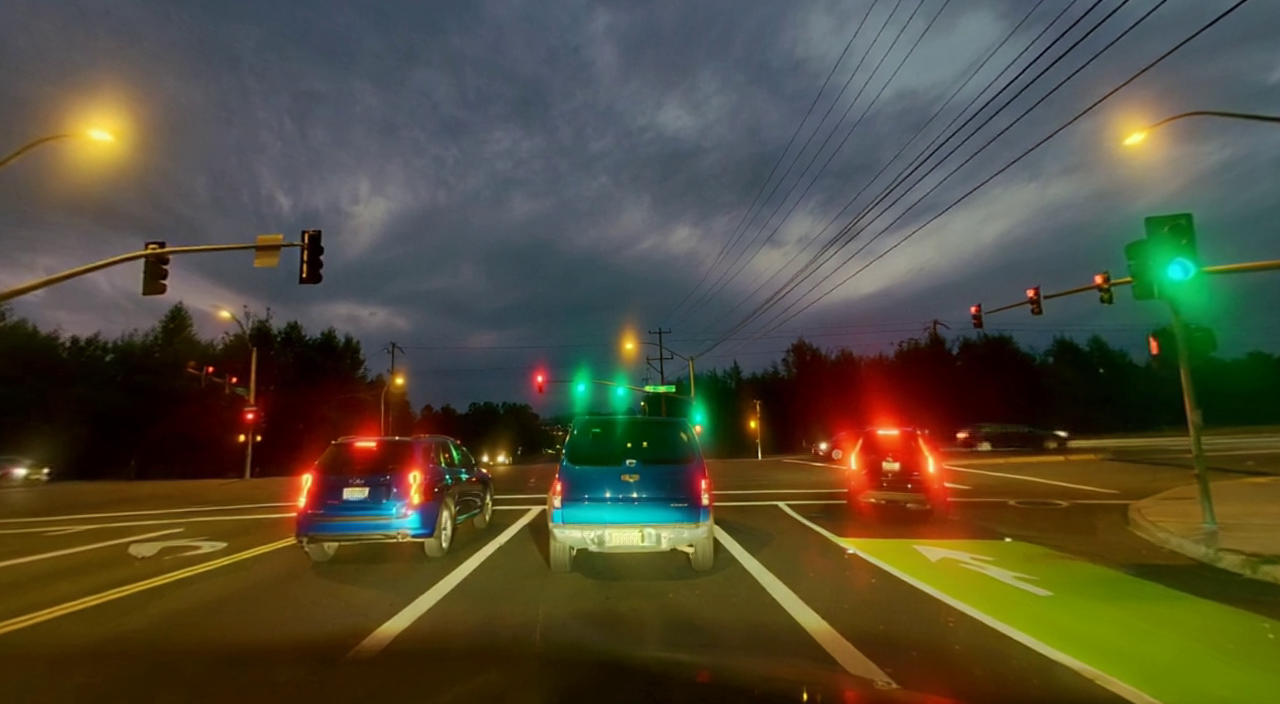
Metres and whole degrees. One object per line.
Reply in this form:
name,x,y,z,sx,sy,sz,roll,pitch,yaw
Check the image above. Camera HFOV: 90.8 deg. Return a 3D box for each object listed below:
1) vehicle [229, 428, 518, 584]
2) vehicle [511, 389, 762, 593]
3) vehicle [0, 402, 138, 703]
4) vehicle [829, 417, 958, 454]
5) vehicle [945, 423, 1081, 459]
vehicle,-2.933,1.759,7.997,1.969,1.486,3.702,0,-8,1
vehicle,-0.060,1.508,7.622,2.182,1.773,4.041,0,-8,-1
vehicle,-3.351,0.655,0.434,1.928,1.488,4.936,0,-8,1
vehicle,13.839,4.606,34.826,6.143,1.944,2.229,-1,-8,5
vehicle,15.884,3.849,27.266,4.715,1.438,2.023,-3,-9,21
